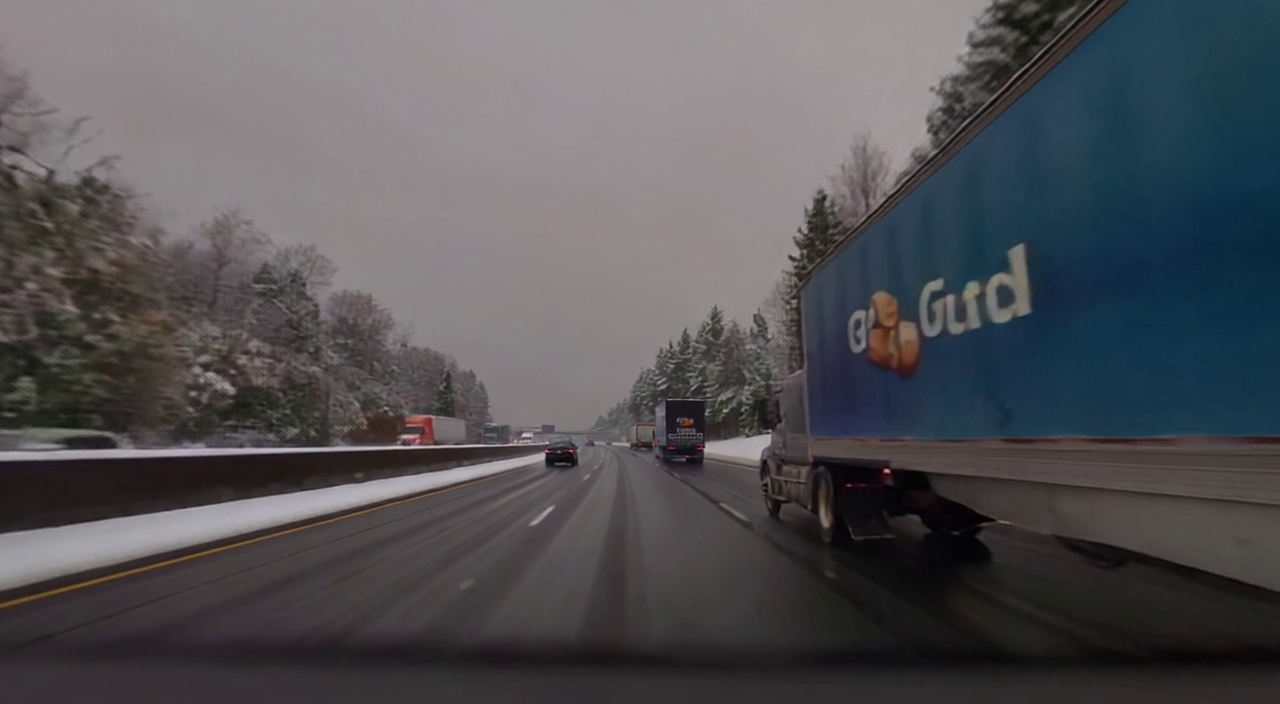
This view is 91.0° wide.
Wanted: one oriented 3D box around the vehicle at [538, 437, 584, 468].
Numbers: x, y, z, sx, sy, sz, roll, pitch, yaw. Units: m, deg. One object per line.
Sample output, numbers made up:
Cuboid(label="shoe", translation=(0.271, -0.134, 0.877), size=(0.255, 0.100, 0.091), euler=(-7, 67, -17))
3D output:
Cuboid(label="vehicle", translation=(-4.463, 5.754, 36.330), size=(2.206, 1.644, 4.027), euler=(0, -8, -1))

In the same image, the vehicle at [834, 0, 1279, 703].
Cuboid(label="vehicle", translation=(3.899, -0.604, 0.657), size=(2.948, 4.045, 13.051), euler=(0, -8, -1))

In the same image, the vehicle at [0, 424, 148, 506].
Cuboid(label="vehicle", translation=(-12.587, 2.210, 12.482), size=(1.930, 1.468, 4.667), euler=(0, -8, -1))

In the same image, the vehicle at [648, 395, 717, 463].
Cuboid(label="vehicle", translation=(2.620, 5.567, 44.544), size=(3.116, 3.992, 13.748), euler=(0, -8, -3))
